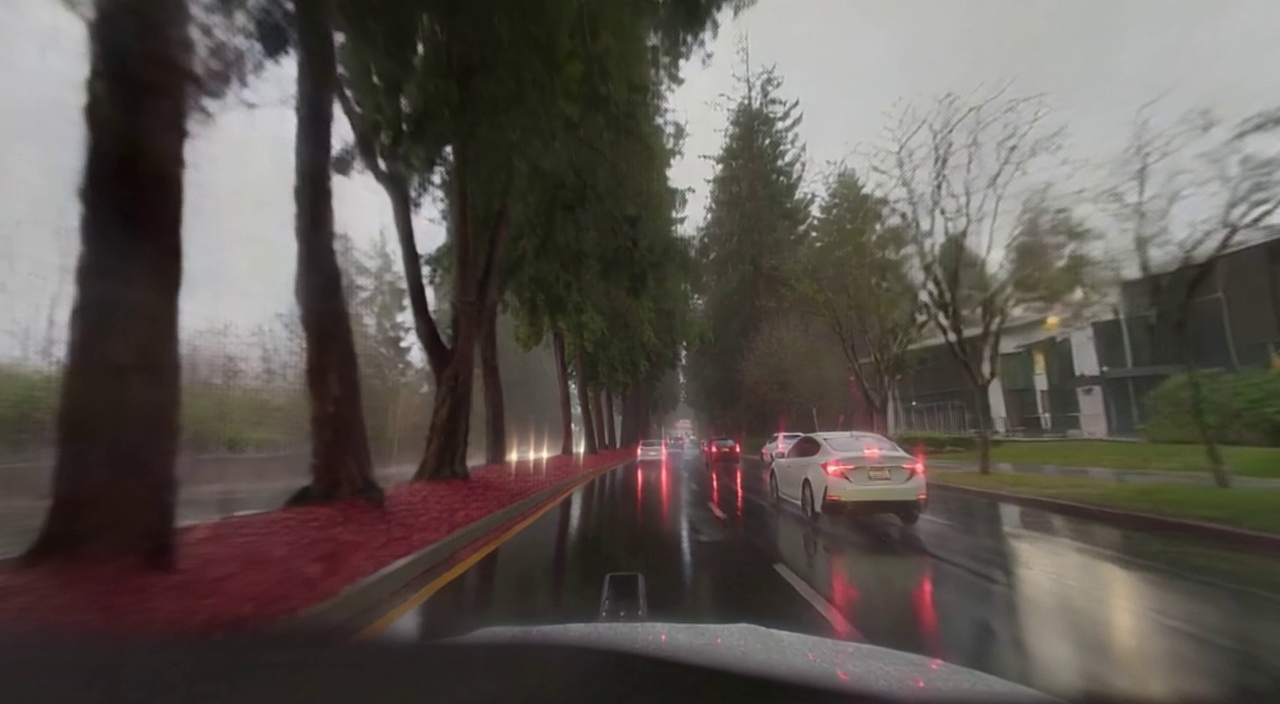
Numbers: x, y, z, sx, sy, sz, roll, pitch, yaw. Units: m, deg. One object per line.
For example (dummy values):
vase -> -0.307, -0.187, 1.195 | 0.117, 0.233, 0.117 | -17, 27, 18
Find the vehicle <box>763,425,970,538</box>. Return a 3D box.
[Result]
vehicle -> 3.499, 2.083, 10.749 | 1.985, 1.529, 4.147 | 0, -9, 0

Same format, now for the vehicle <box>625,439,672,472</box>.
vehicle -> 0.470, 4.906, 30.184 | 2.082, 1.473, 4.028 | 0, -8, 3

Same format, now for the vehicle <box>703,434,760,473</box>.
vehicle -> 4.195, 4.745, 29.636 | 2.074, 1.652, 4.340 | 0, -9, 1
